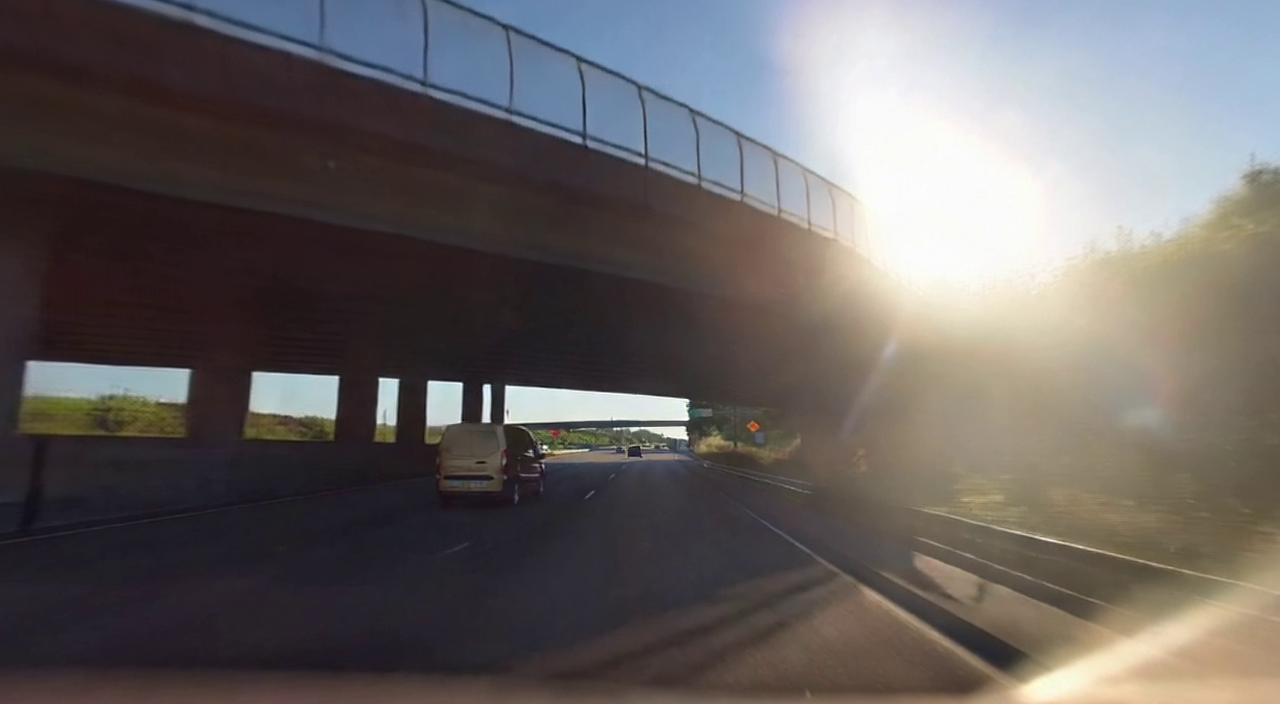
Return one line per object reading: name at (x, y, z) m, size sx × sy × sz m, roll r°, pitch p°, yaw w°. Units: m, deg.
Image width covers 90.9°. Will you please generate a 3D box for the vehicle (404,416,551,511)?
vehicle at (-3.663, 2.667, 15.383) m, size 2.167 × 1.929 × 5.037 m, roll 0°, pitch -9°, yaw 1°
